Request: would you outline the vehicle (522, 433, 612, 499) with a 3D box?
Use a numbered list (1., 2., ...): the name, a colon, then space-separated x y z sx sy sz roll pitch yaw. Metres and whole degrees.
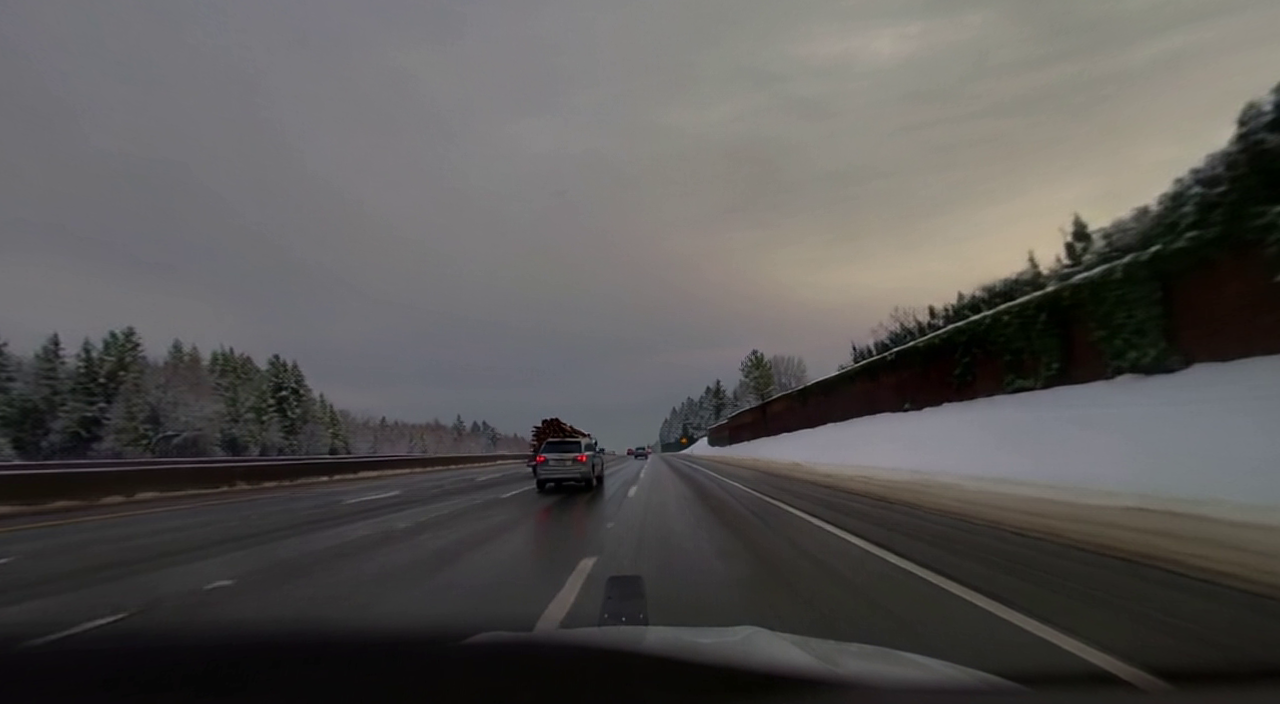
1. vehicle: -2.117 3.463 19.586 2.114 1.787 4.365 -1 -8 2
